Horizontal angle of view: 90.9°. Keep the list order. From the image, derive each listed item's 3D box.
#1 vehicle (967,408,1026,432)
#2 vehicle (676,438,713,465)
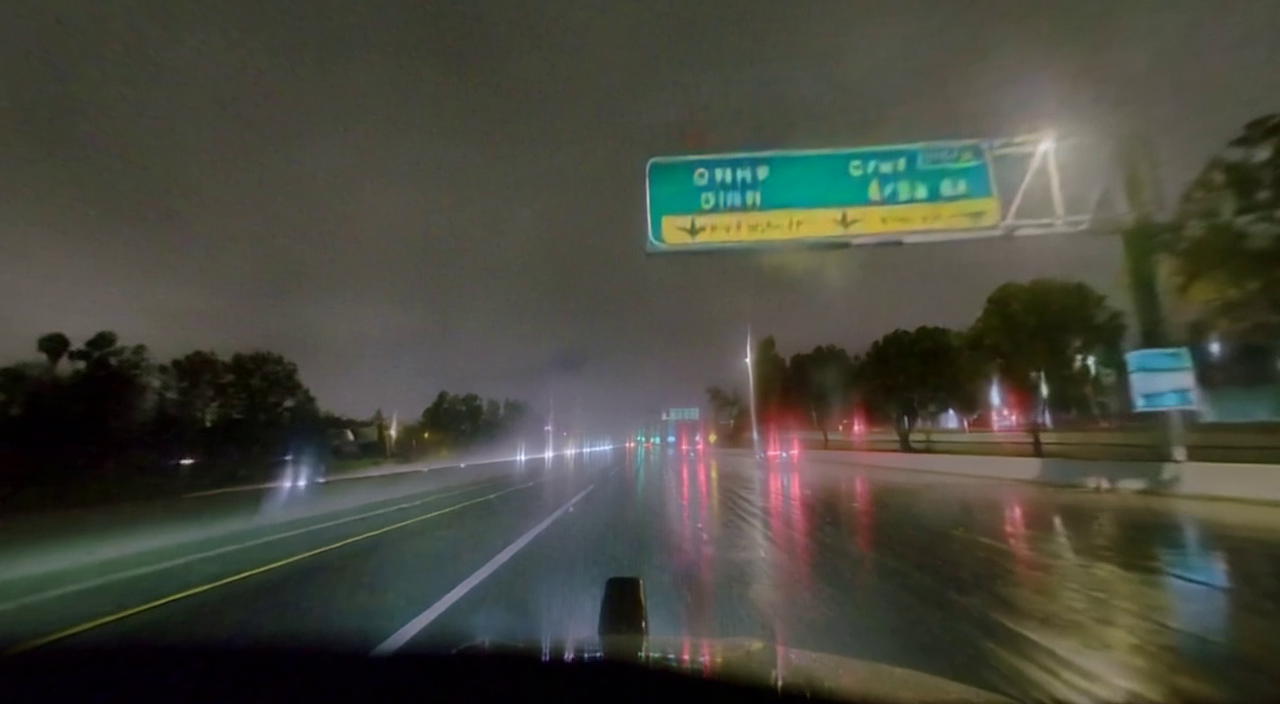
[{"bbox_3d":[26.230,5.055,46.556,1.887,1.537,3.996,0,-8,-2],"label":"vehicle"},{"bbox_3d":[3.780,6.962,44.325,2.099,1.748,4.331,0,-8,-2],"label":"vehicle"}]
